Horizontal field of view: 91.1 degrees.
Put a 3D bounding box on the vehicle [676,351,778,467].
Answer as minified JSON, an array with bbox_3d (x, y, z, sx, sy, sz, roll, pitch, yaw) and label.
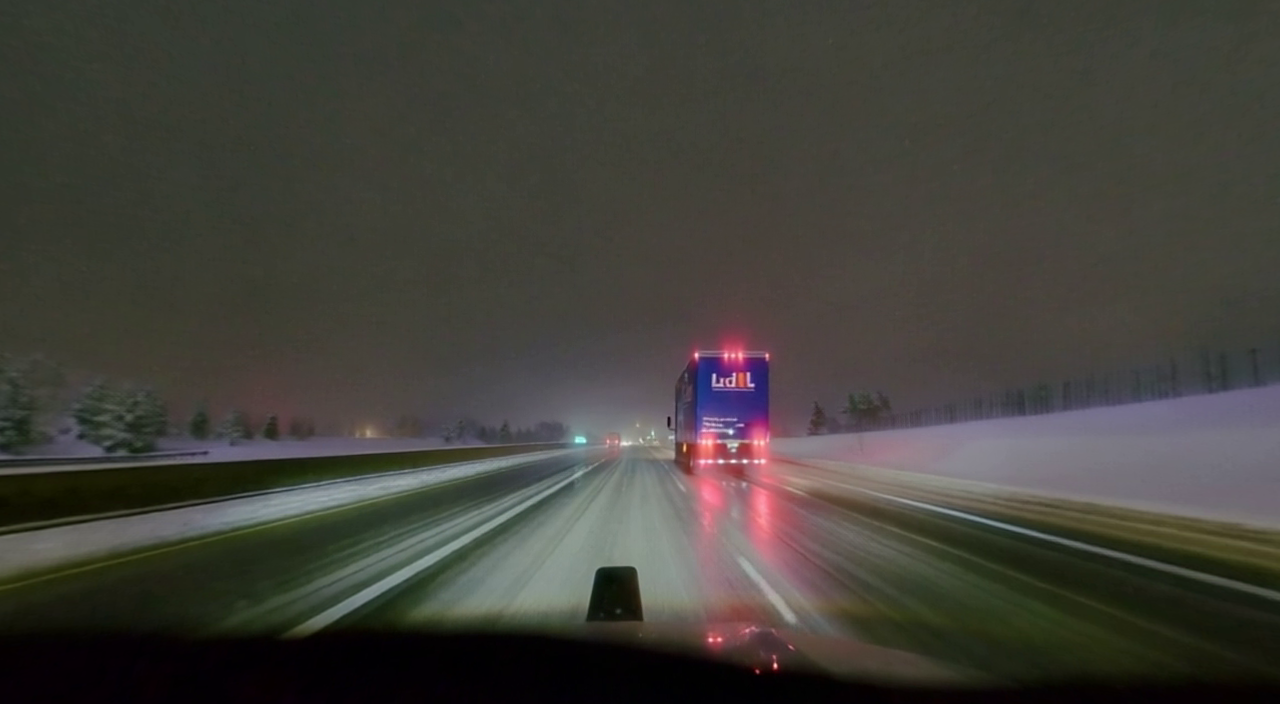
[{"bbox_3d":[3.582,3.043,30.252,3.034,4.194,14.704,0,-8,1],"label":"vehicle"}]
